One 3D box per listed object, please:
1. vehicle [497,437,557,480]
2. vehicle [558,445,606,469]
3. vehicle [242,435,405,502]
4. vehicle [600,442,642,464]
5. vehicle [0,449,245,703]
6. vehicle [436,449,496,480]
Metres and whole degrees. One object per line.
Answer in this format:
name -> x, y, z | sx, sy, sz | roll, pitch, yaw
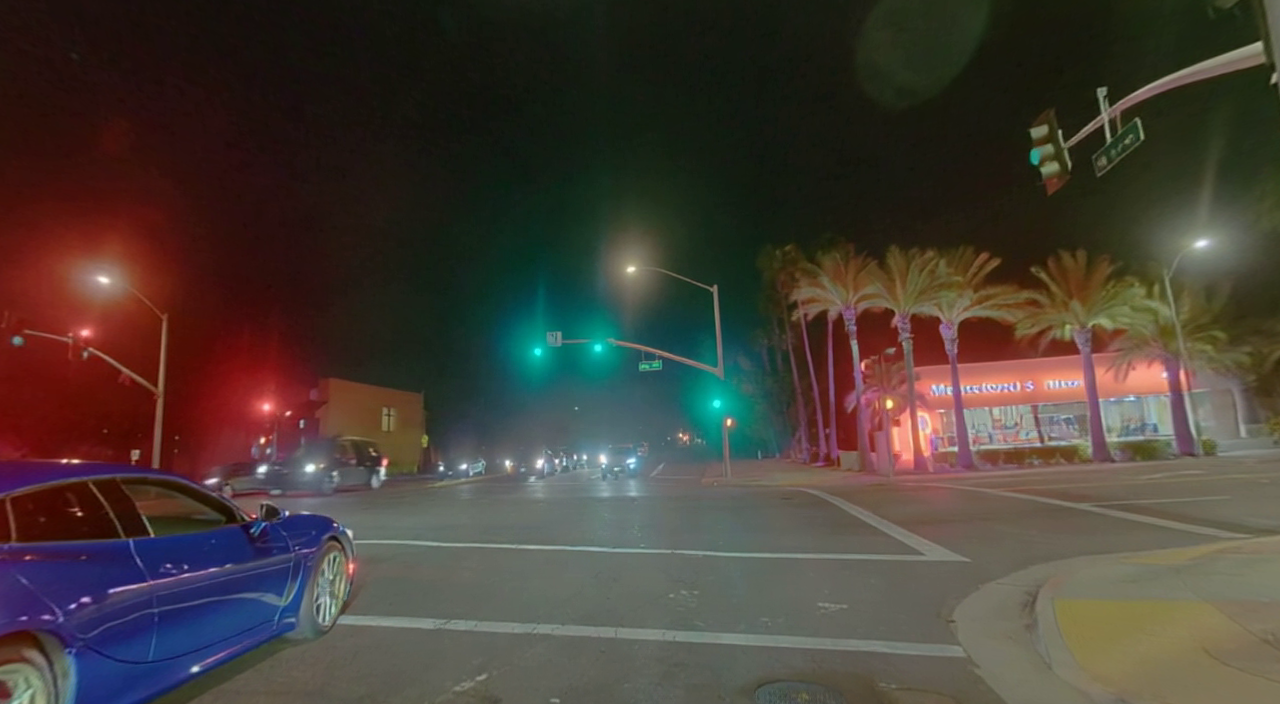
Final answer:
vehicle -> -4.873, 4.678, 27.916 | 2.092, 1.709, 4.775 | 0, -9, -4
vehicle -> -3.759, 6.925, 41.935 | 1.839, 1.468, 4.549 | -2, -9, 13
vehicle -> -9.745, 3.632, 20.150 | 2.152, 1.825, 5.406 | -1, -9, 3
vehicle -> -1.431, 7.919, 49.524 | 2.072, 1.613, 4.386 | -3, -9, 15
vehicle -> -3.712, 1.020, 2.245 | 1.850, 1.325, 4.295 | 0, -9, 0
vehicle -> -11.170, 7.223, 40.913 | 1.870, 1.705, 4.426 | -7, -10, 11
